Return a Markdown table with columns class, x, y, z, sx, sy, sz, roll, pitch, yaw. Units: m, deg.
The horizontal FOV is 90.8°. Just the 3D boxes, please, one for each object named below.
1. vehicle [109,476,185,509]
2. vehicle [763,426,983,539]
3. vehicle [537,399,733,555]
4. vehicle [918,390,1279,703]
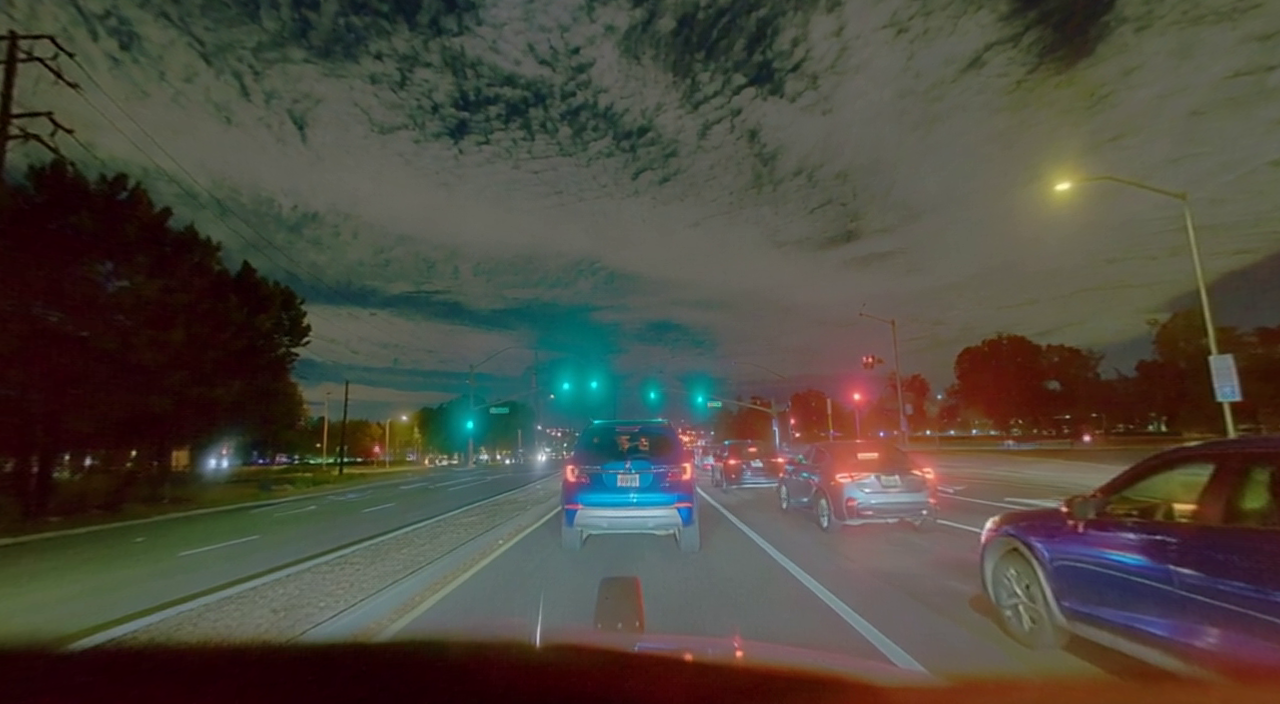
| class | x | y | z | sx | sy | sz | roll | pitch | yaw |
| --- | --- | --- | --- | --- | --- | --- | --- | --- | --- |
| vehicle | -26.230 | 7.424 | 33.560 | 3.826 | 1.522 | 1.741 | -6 | -10 | 29 |
| vehicle | 3.525 | 2.065 | 10.625 | 1.952 | 1.477 | 4.417 | 0 | -9 | -1 |
| vehicle | -0.121 | 1.788 | 9.651 | 2.300 | 1.821 | 4.254 | 0 | -9 | -2 |
| vehicle | 3.289 | 0.958 | 2.836 | 1.984 | 1.462 | 4.513 | 0 | -9 | 0 |
